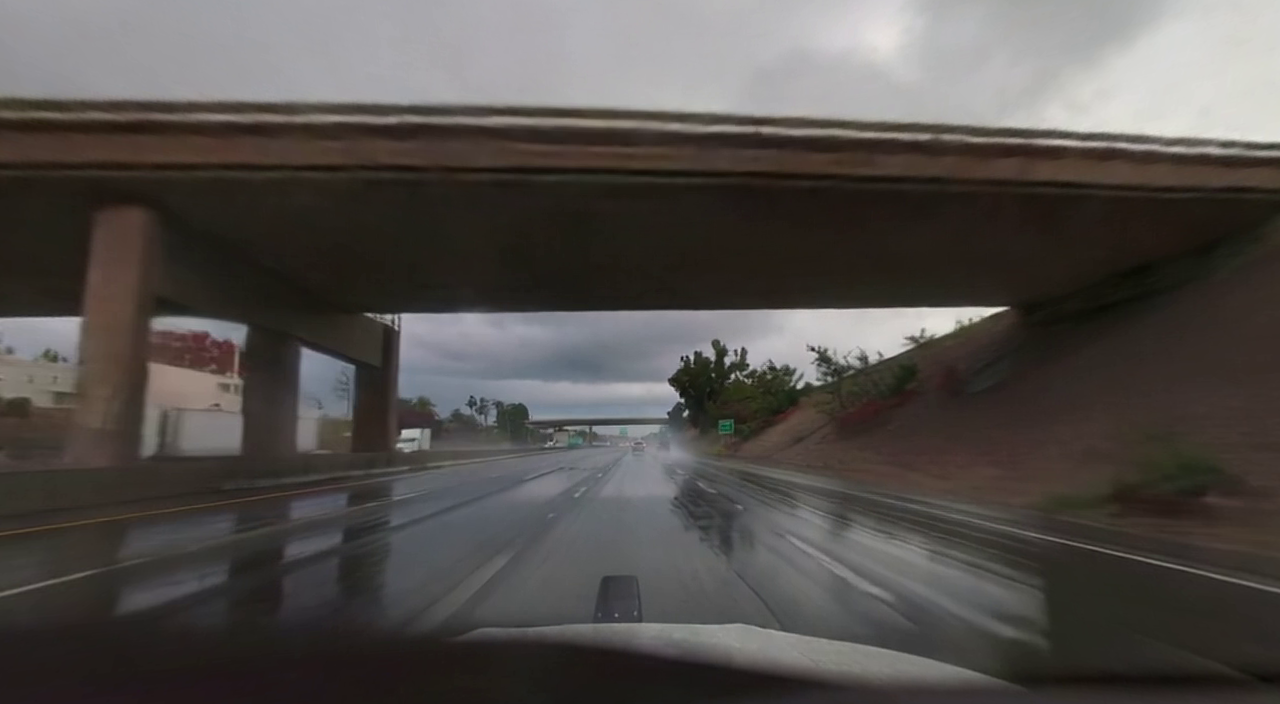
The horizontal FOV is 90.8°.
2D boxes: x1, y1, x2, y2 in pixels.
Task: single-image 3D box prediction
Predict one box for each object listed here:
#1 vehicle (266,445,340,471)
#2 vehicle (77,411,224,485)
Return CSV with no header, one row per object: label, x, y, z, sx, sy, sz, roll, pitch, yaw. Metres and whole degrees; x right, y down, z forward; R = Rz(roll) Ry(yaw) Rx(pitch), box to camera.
vehicle,-25.144,7.888,47.401,2.288,1.814,5.849,0,-8,1
vehicle,-32.530,6.436,42.636,3.007,4.466,8.393,0,-8,0
